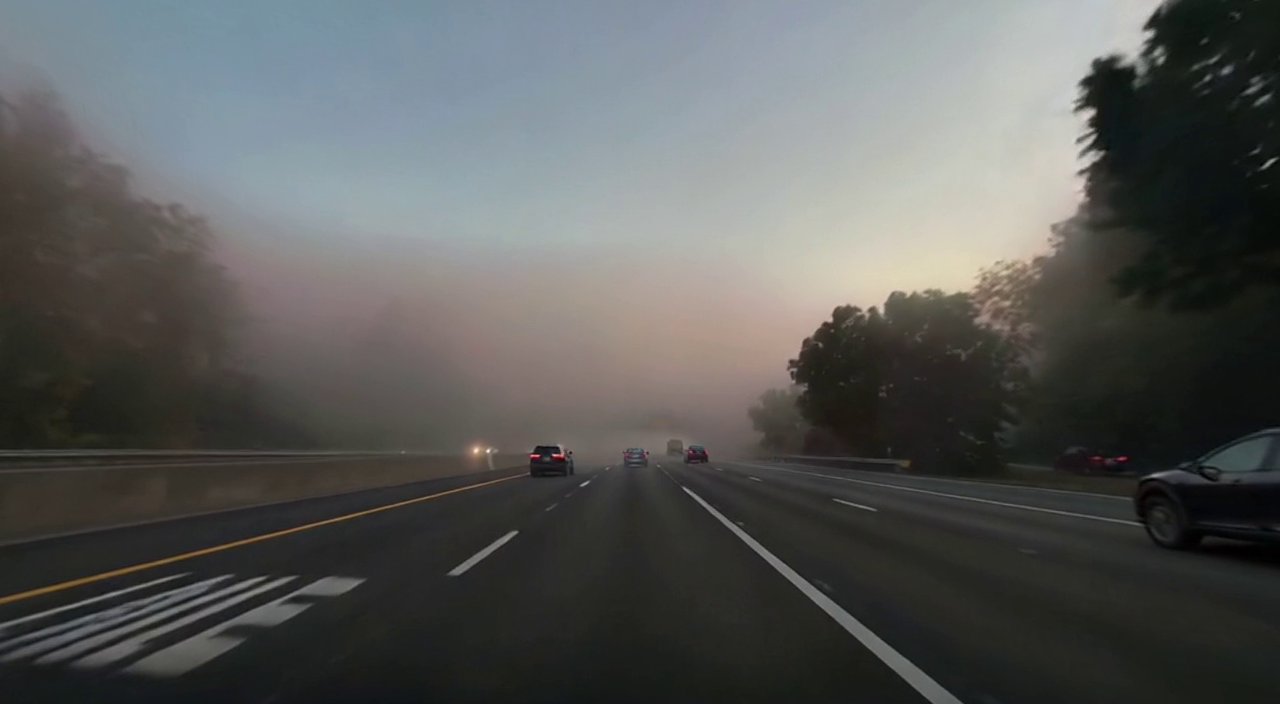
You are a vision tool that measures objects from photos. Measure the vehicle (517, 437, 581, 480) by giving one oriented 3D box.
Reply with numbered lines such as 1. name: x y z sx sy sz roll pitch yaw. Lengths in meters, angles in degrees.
1. vehicle: -3.981 4.763 28.517 2.113 1.756 4.471 0 -9 2

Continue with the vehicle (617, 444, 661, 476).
1. vehicle: -0.053 5.404 31.806 2.075 1.486 4.007 0 -9 0

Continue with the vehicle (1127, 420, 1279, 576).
1. vehicle: 7.644 1.499 6.440 1.989 1.603 4.126 0 -9 0

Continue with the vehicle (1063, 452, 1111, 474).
1. vehicle: 33.139 8.208 46.932 1.980 1.532 4.660 -4 -9 24

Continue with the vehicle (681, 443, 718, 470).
1. vehicle: 3.720 6.614 40.044 1.936 1.625 3.991 0 -9 0
